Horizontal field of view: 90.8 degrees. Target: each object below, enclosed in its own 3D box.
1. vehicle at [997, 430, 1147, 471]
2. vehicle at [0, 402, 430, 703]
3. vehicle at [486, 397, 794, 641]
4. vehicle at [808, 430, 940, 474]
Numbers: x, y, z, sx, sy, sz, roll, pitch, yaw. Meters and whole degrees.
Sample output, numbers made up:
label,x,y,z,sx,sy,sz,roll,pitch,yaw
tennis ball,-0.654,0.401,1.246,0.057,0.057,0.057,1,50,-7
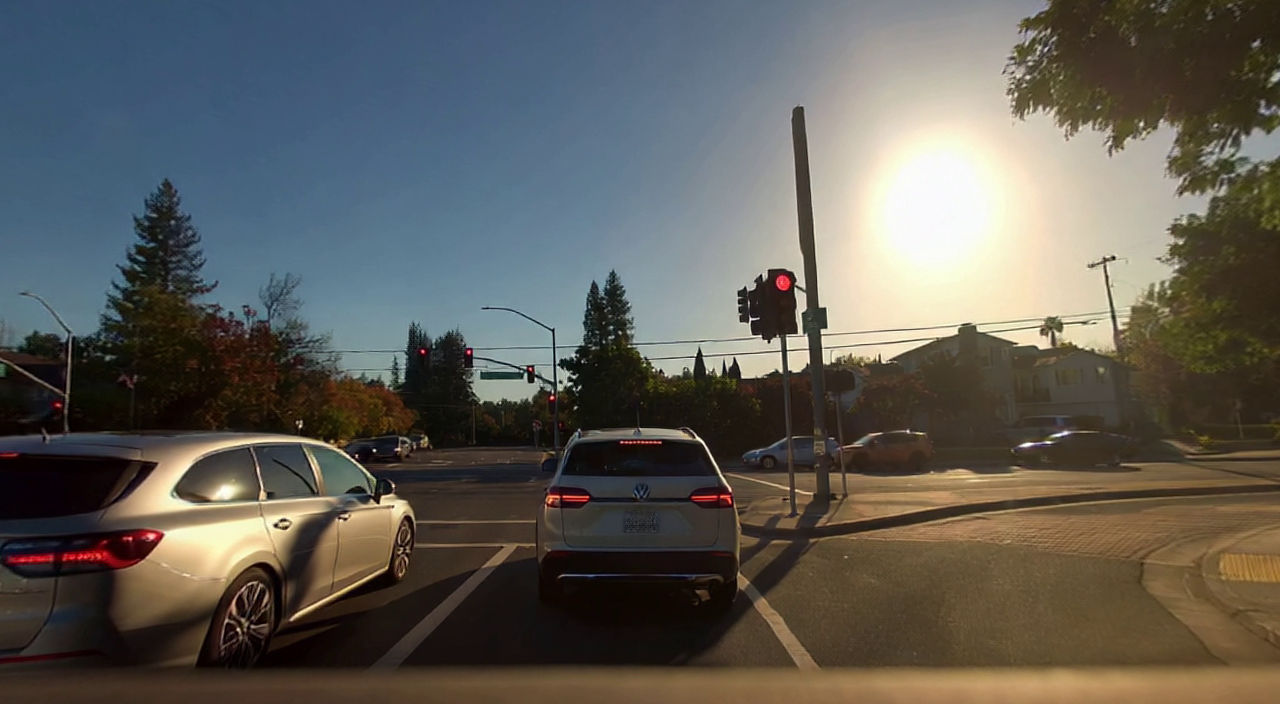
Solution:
label,x,y,z,sx,sy,sz,roll,pitch,yaw
vehicle,17.811,4.087,26.242,4.670,1.616,1.926,-1,-9,6
vehicle,-3.297,1.272,4.703,2.035,1.492,4.415,0,-9,-2
vehicle,-0.142,1.471,6.563,2.154,1.670,4.140,1,-9,-5
vehicle,9.908,4.280,27.104,4.887,1.769,2.035,-1,-9,6
